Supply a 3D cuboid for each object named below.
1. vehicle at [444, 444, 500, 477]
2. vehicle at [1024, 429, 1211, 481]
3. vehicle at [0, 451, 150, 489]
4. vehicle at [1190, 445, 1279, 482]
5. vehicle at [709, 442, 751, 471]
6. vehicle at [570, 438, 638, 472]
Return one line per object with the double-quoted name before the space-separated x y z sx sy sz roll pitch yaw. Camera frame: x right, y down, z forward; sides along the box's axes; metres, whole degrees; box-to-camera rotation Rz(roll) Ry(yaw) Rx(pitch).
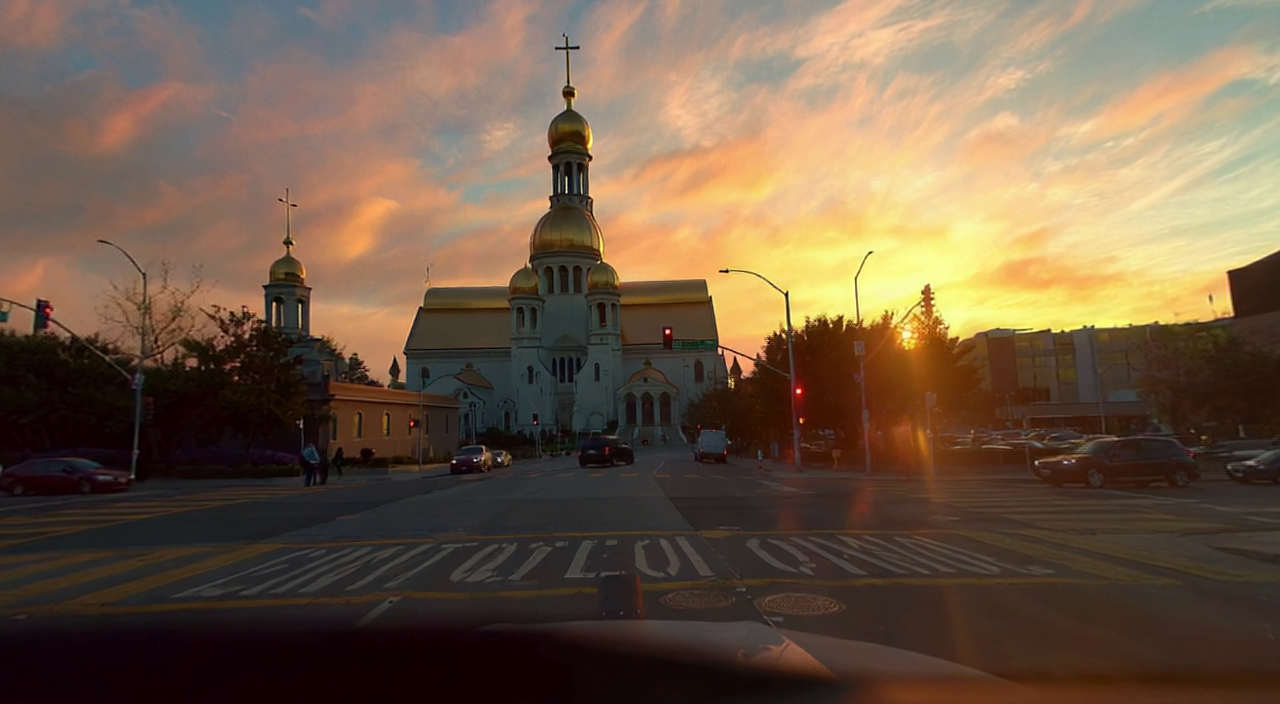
"vehicle" -10.227 6.613 38.945 2.076 1.876 4.669 0 -8 1
"vehicle" 19.888 4.305 26.568 5.852 2.057 2.361 0 -8 0
"vehicle" -23.348 4.864 26.220 4.479 1.476 1.873 0 -8 1
"vehicle" 26.389 4.680 26.676 4.561 1.475 1.850 0 -8 0
"vehicle" 5.835 6.851 41.509 1.969 1.776 4.329 0 -8 -2
"vehicle" -1.840 5.513 34.016 2.051 1.724 4.567 -3 -9 19
